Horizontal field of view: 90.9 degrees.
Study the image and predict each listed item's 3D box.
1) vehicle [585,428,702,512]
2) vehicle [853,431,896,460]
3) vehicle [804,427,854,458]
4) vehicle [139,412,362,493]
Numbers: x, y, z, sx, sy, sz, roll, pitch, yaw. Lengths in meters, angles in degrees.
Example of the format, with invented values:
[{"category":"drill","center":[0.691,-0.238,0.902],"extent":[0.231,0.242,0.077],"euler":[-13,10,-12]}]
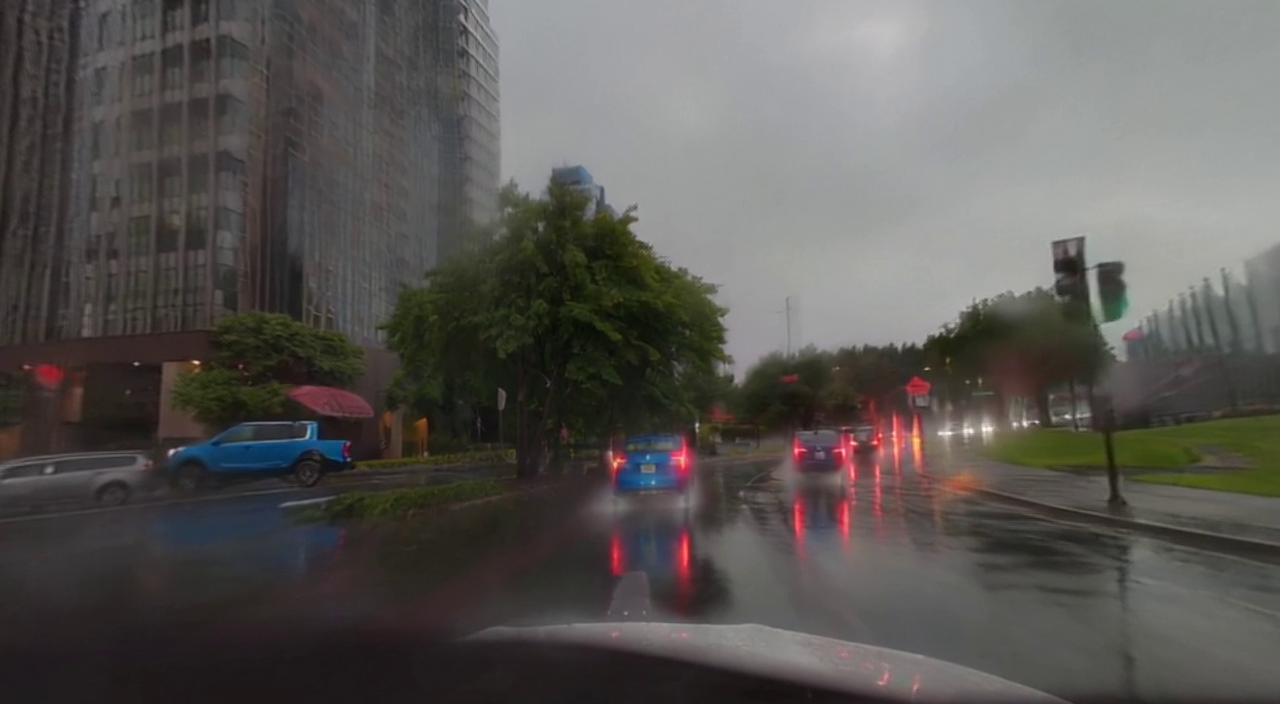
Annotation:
[{"category":"vehicle","center":[0.133,2.428,13.405],"extent":[2.118,1.480,3.949],"euler":[-1,-8,2]},{"category":"vehicle","center":[13.603,5.419,36.476],"extent":[1.822,1.555,3.574],"euler":[-5,-9,27]},{"category":"vehicle","center":[12.047,5.754,39.886],"extent":[2.212,1.790,4.768],"euler":[-4,-9,25]},{"category":"vehicle","center":[-15.209,3.975,25.333],"extent":[2.287,2.780,7.166],"euler":[-6,-10,32]}]
